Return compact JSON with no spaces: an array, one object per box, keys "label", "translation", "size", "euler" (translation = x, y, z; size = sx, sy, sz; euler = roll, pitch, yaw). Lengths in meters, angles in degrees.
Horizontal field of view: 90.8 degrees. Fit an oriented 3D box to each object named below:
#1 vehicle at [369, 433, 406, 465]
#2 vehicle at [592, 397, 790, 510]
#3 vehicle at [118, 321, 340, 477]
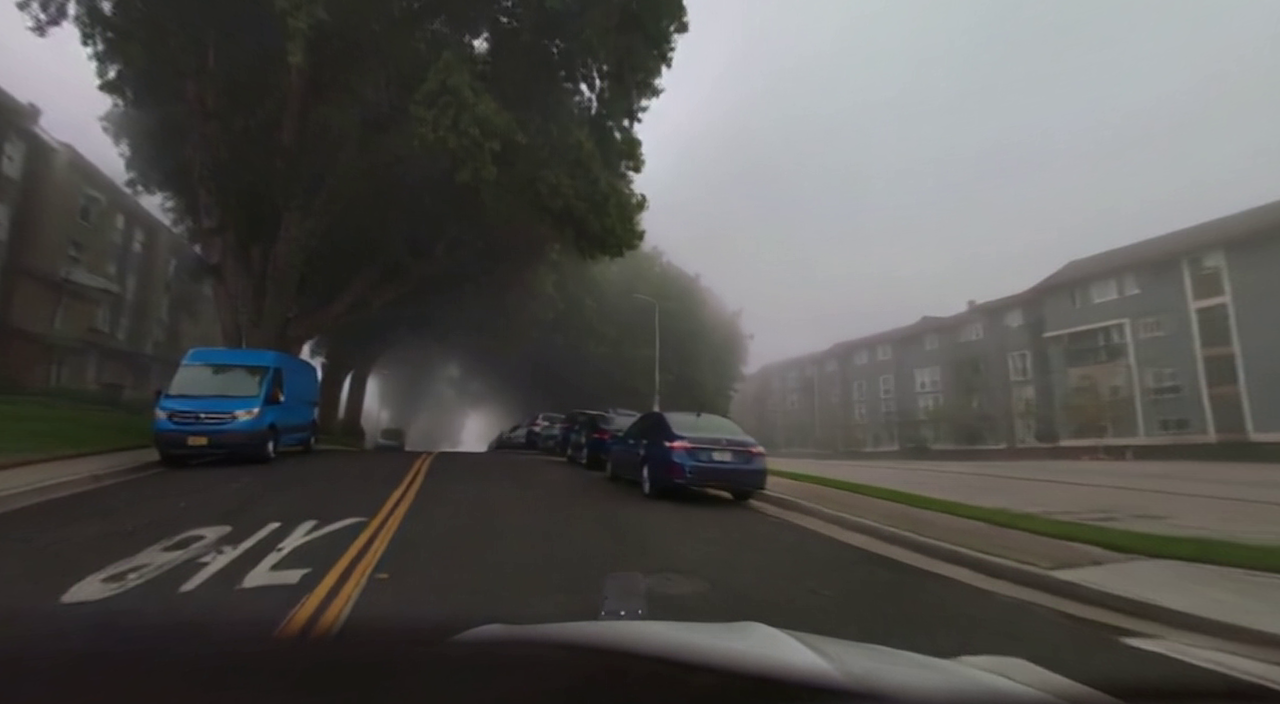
[{"label":"vehicle","translation":[-17.925,6.837,44.986],"size":[2.090,1.674,4.457],"euler":[-3,-3,-18]},{"label":"vehicle","translation":[0.552,1.628,10.511],"size":[1.827,1.436,4.322],"euler":[1,-8,-16]},{"label":"vehicle","translation":[-8.847,1.186,14.579],"size":[2.546,2.664,6.863],"euler":[-2,-6,-18]}]
